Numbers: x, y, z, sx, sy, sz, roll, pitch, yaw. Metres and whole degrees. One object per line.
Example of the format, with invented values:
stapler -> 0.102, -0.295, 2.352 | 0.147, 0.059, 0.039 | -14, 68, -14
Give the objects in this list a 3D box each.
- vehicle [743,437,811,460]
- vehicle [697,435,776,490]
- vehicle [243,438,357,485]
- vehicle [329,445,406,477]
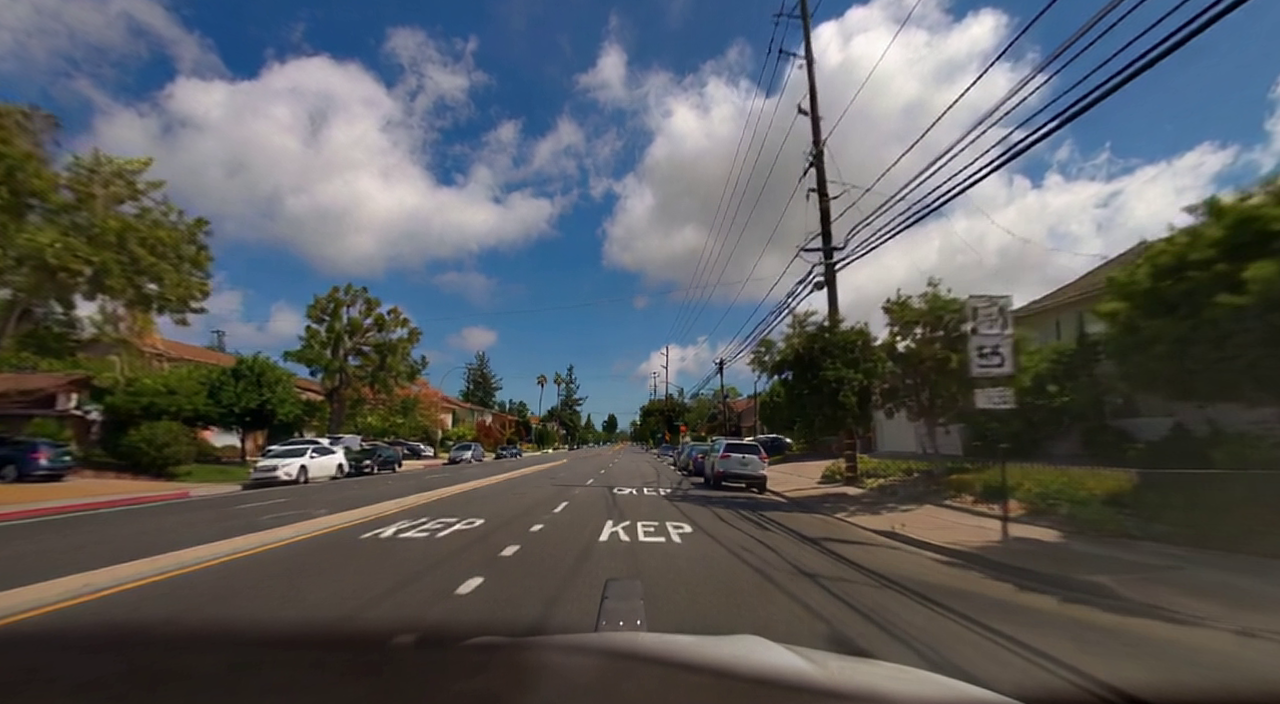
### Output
vehicle -> 10.746, 7.666, 49.912 | 4.818, 1.605, 2.049 | -1, -9, -2
vehicle -> 3.348, 3.950, 22.837 | 2.045, 1.746, 4.564 | 1, -9, -1
vehicle -> -14.059, 4.558, 26.550 | 1.913, 1.745, 4.992 | 0, -9, 1
vehicle -> -14.011, 5.598, 32.815 | 1.887, 1.490, 4.656 | 1, -9, 0
